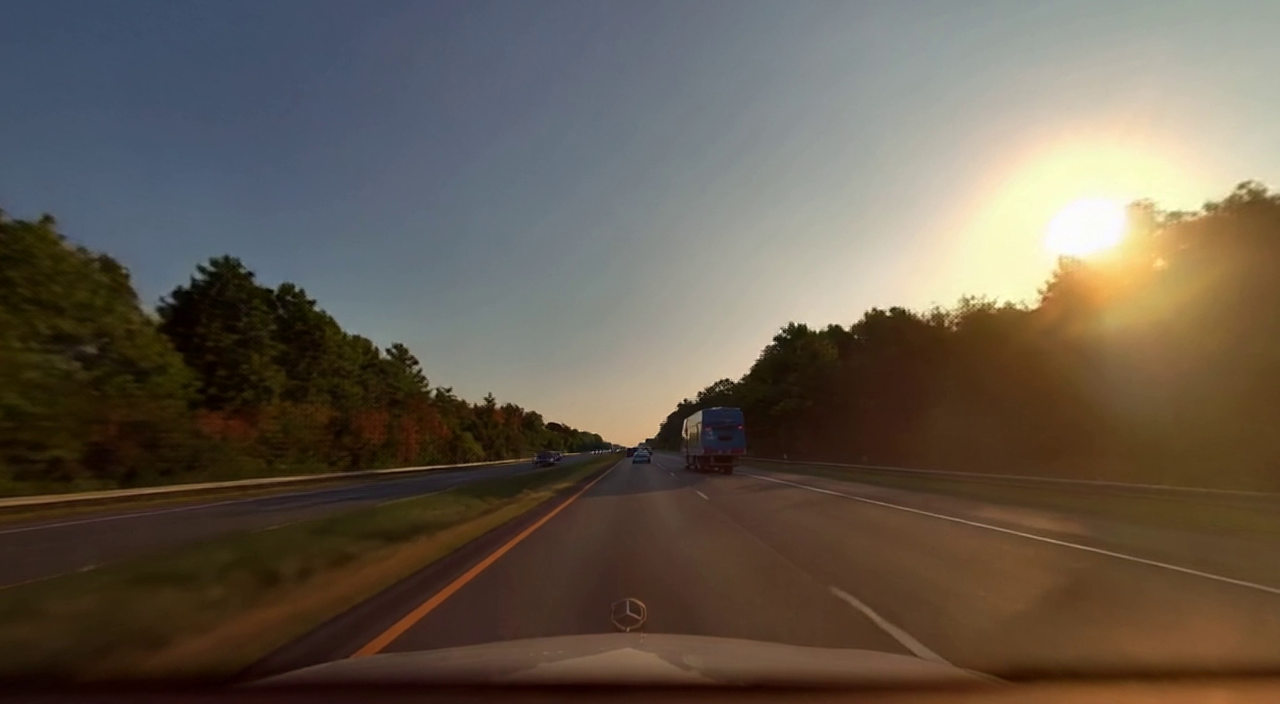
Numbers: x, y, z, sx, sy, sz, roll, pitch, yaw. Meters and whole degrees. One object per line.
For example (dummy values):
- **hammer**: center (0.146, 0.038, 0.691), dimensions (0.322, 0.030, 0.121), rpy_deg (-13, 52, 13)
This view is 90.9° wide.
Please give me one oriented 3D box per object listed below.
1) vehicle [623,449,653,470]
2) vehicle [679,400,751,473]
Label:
- **vehicle**: center (-0.150, 7.394, 43.537), dimensions (1.926, 1.386, 3.615), rpy_deg (0, -9, 0)
- **vehicle**: center (4.722, 5.945, 43.337), dimensions (2.939, 4.129, 14.300), rpy_deg (0, -9, -1)
